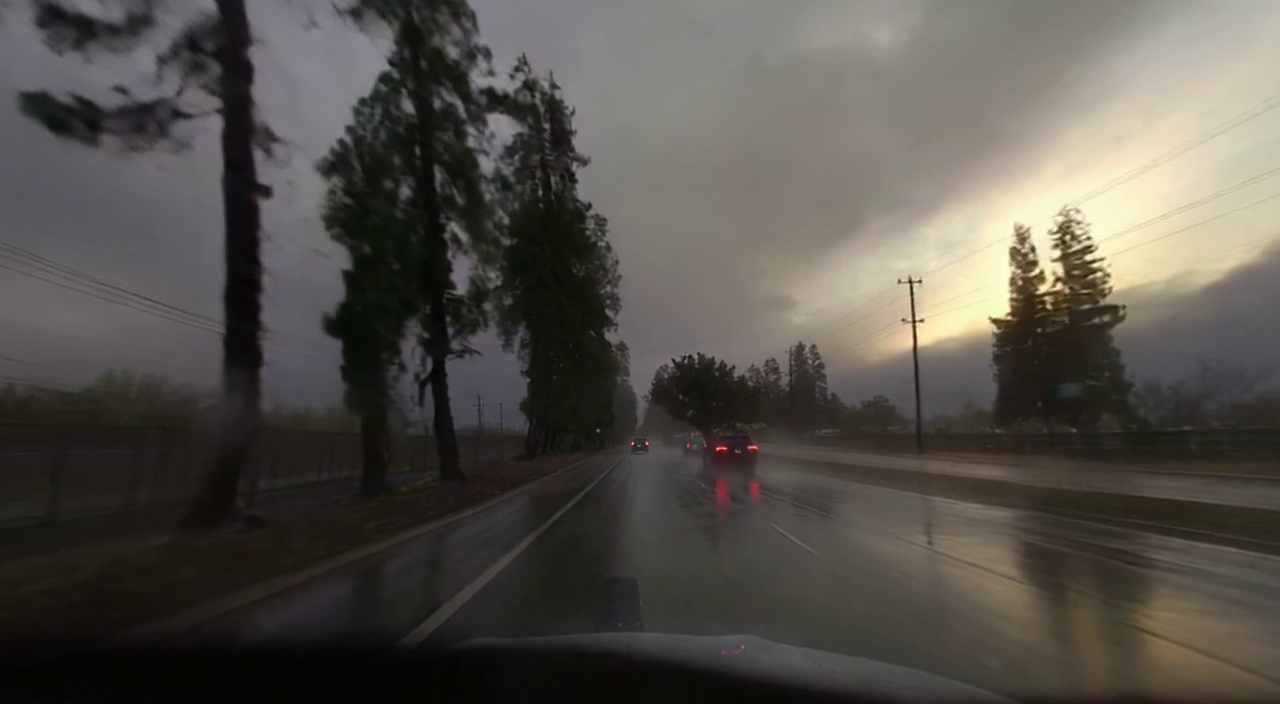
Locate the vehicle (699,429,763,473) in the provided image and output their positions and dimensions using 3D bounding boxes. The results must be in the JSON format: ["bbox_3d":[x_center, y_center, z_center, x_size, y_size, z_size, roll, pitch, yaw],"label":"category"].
[{"bbox_3d":[4.000,4.456,28.596,2.112,1.825,4.574,0,-8,-1],"label":"vehicle"}]

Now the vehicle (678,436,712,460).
[{"bbox_3d":[3.872,6.844,45.115,2.012,1.653,4.115,0,-8,0],"label":"vehicle"}]
